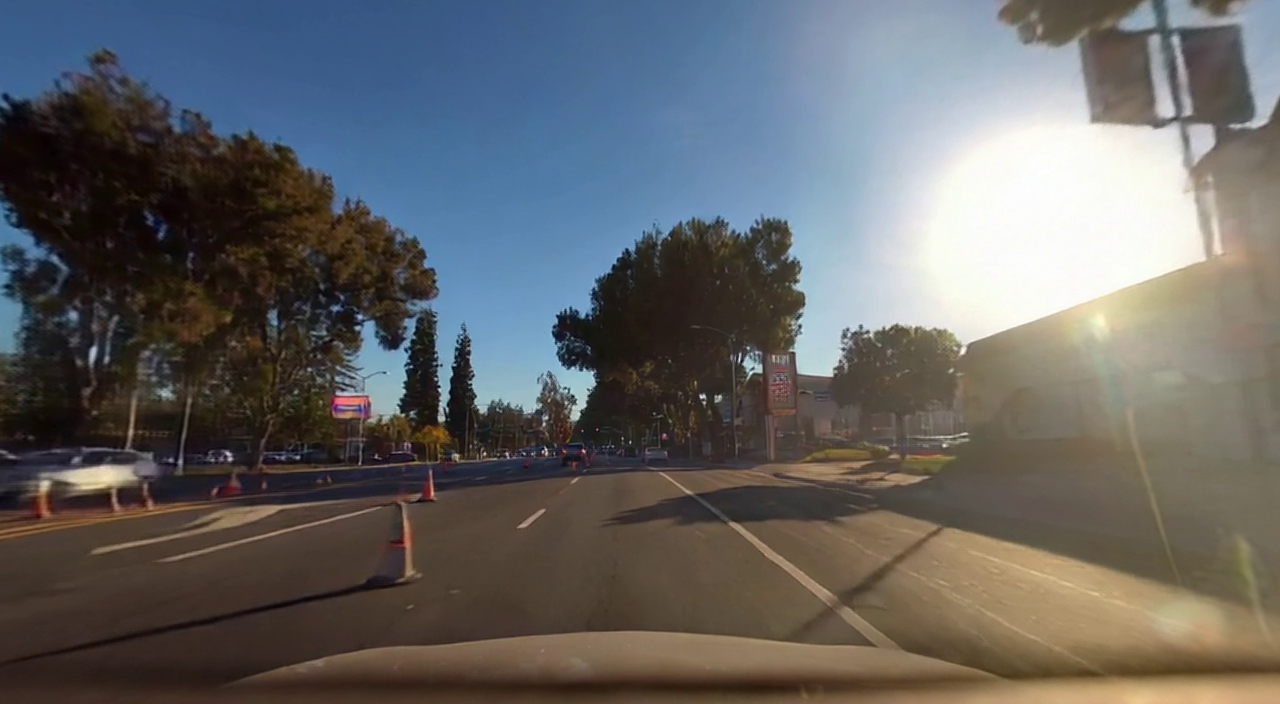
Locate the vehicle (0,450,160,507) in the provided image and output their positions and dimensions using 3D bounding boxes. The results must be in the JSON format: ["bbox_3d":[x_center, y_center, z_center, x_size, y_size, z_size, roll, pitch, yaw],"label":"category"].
[{"bbox_3d":[-17.442,3.785,19.409,1.866,1.477,4.445,0,-9,0],"label":"vehicle"}]
